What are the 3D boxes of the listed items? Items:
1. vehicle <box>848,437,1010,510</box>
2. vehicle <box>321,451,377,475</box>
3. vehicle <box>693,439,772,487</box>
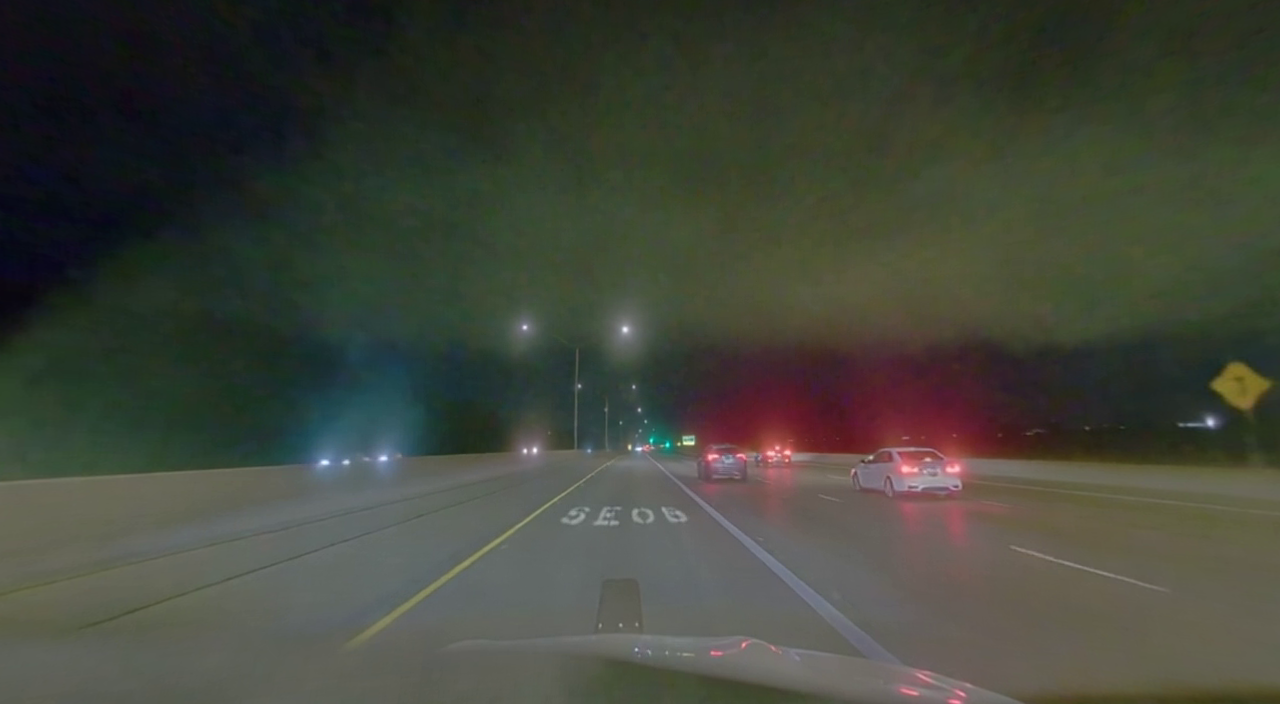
[{"bbox_3d":[6.814,2.894,15.467,2.038,1.528,3.910,0,-9,-1],"label":"vehicle"},{"bbox_3d":[-18.101,6.904,39.451,1.786,1.293,3.624,1,-8,-1],"label":"vehicle"},{"bbox_3d":[3.196,3.944,22.740,2.056,1.553,4.320,0,-9,-1],"label":"vehicle"}]
